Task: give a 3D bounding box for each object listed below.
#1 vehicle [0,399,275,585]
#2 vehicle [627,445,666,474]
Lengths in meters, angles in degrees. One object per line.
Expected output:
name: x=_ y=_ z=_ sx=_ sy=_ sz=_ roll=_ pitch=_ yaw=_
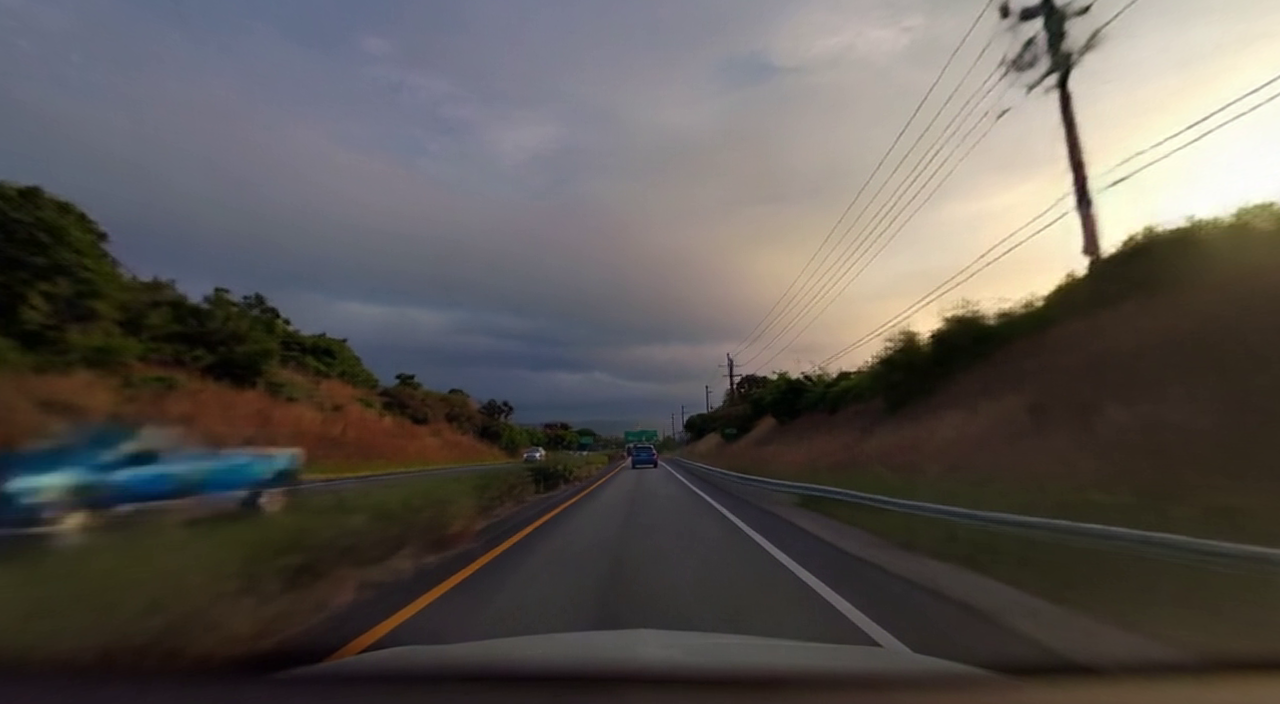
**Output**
vehicle: x=-7.111 y=1.661 z=8.072 sx=2.145 sy=1.740 sz=4.433 roll=0 pitch=-9 yaw=0
vehicle: x=0.320 y=5.920 z=34.912 sx=2.080 sy=1.486 sz=3.813 roll=0 pitch=-9 yaw=-1
